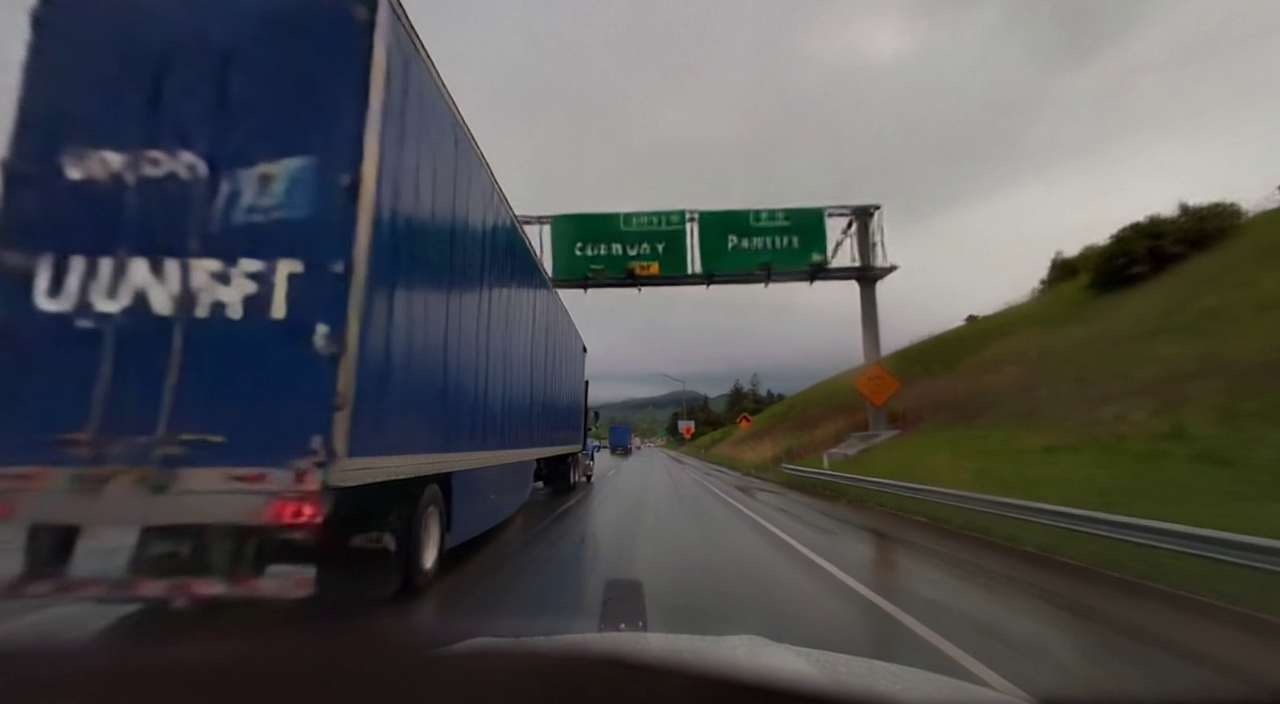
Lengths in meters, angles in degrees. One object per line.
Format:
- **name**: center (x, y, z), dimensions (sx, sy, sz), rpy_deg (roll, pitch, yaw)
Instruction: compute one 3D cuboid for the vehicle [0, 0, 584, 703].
- **vehicle**: center (-3.249, 0.688, 10.260), dimensions (3.202, 4.352, 16.251), rpy_deg (0, -8, 0)
